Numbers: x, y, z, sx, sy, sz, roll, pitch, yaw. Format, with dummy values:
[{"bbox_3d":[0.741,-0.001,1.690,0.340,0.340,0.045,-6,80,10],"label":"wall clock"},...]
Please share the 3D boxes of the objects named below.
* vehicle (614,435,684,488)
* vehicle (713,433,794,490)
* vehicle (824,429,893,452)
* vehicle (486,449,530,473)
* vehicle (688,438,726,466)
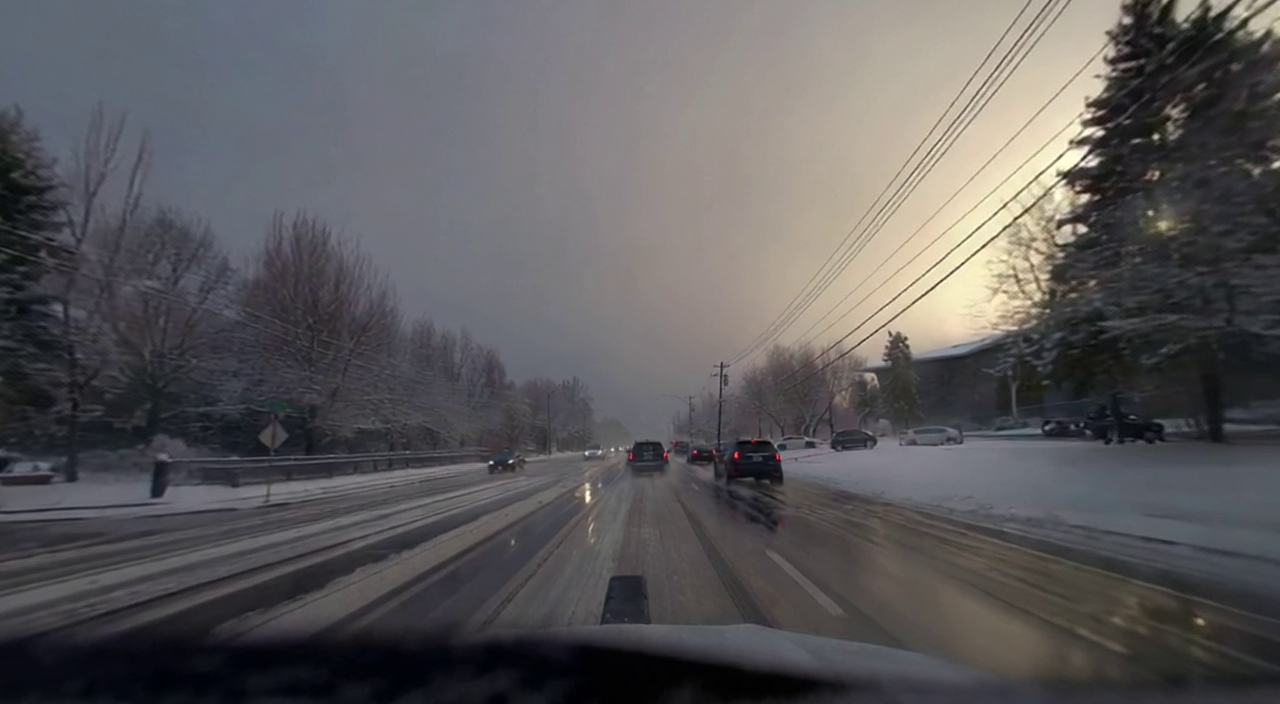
[{"bbox_3d":[0.316,3.788,22.066,2.200,1.653,4.127,0,-9,1],"label":"vehicle"},{"bbox_3d":[3.650,3.591,20.986,1.914,1.698,4.049,0,-9,0],"label":"vehicle"},{"bbox_3d":[16.496,6.702,47.697,4.392,1.709,2.002,0,-9,0],"label":"vehicle"},{"bbox_3d":[-9.157,7.586,44.121,2.040,1.507,4.598,0,-9,1],"label":"vehicle"},{"bbox_3d":[4.307,6.532,41.136,2.024,1.711,4.512,0,-9,0],"label":"vehicle"}]
